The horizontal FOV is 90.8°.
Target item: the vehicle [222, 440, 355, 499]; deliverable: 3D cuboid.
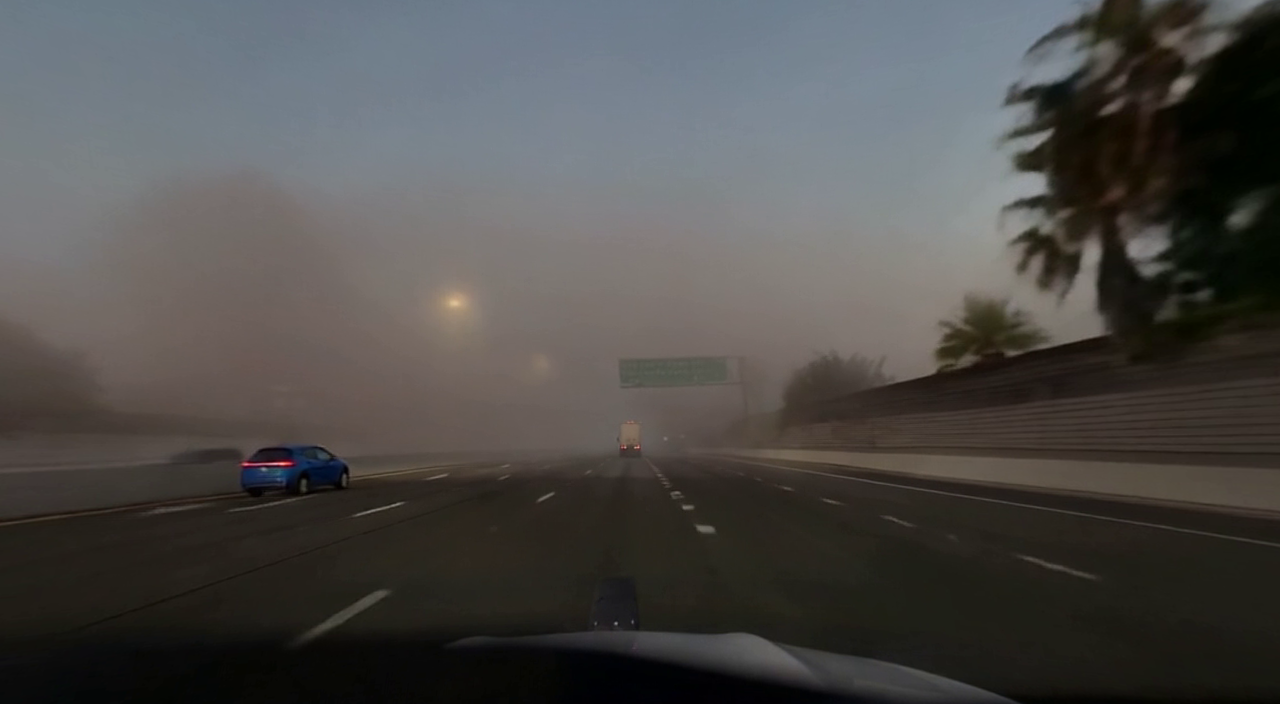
[{"bbox_3d":[-11.013,3.665,20.178,1.897,1.653,4.113,0,-8,-1],"label":"vehicle"}]
